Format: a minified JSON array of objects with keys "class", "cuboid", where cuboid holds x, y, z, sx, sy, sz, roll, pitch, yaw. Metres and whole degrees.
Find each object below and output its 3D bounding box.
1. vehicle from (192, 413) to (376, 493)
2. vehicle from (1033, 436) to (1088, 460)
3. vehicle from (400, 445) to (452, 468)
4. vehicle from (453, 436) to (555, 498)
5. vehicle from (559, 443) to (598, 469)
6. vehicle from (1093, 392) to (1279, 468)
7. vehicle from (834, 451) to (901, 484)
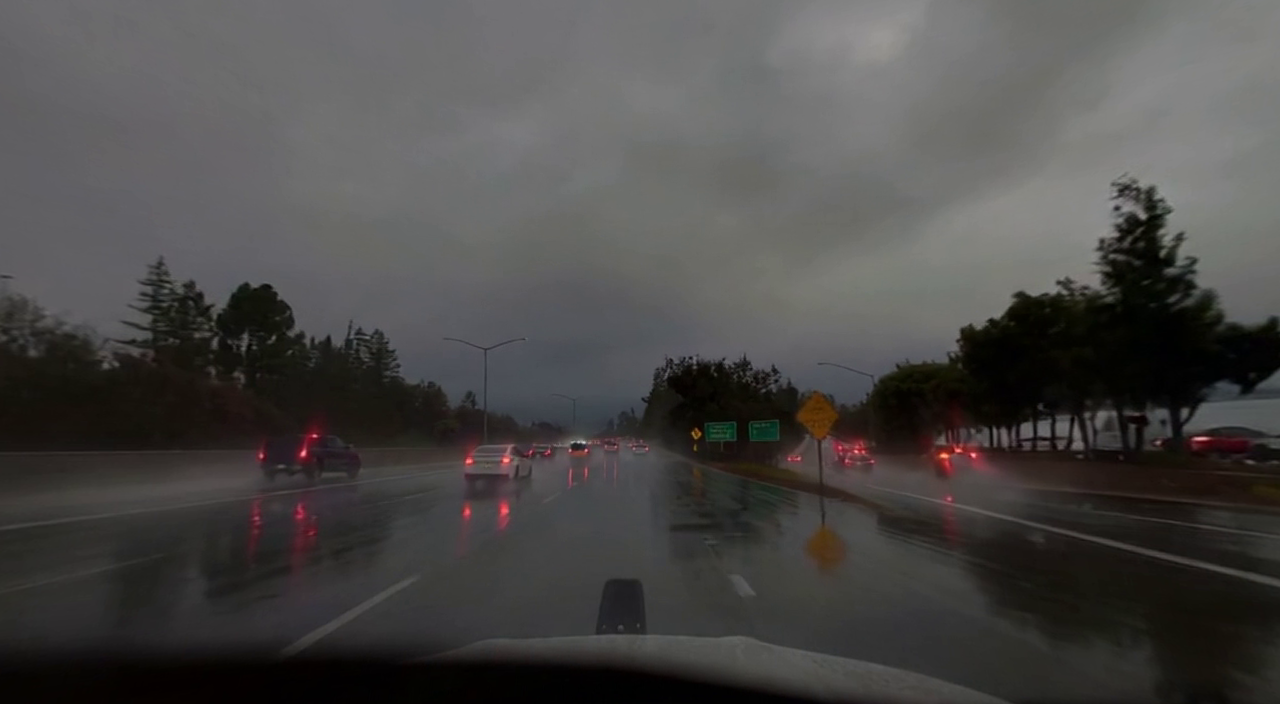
[{"class":"vehicle","cuboid":[-11.082,3.239,20.358,2.442,2.191,5.760,0,-9,1]},{"class":"vehicle","cuboid":[32.260,7.367,48.441,1.998,1.732,4.432,-2,-9,13]},{"class":"vehicle","cuboid":[-14.822,7.227,43.832,1.977,1.501,4.455,0,-9,2]},{"class":"vehicle","cuboid":[-4.084,3.544,19.809,2.132,1.708,4.571,0,-9,1]},{"class":"vehicle","cuboid":[-4.339,7.421,45.113,2.107,1.787,4.685,0,-9,2]},{"class":"vehicle","cuboid":[31.500,4.710,36.795,3.997,3.685,10.600,-3,-9,12]},{"class":"vehicle","cuboid":[11.823,6.013,33.079,2.153,1.510,4.646,-1,-9,6]}]
